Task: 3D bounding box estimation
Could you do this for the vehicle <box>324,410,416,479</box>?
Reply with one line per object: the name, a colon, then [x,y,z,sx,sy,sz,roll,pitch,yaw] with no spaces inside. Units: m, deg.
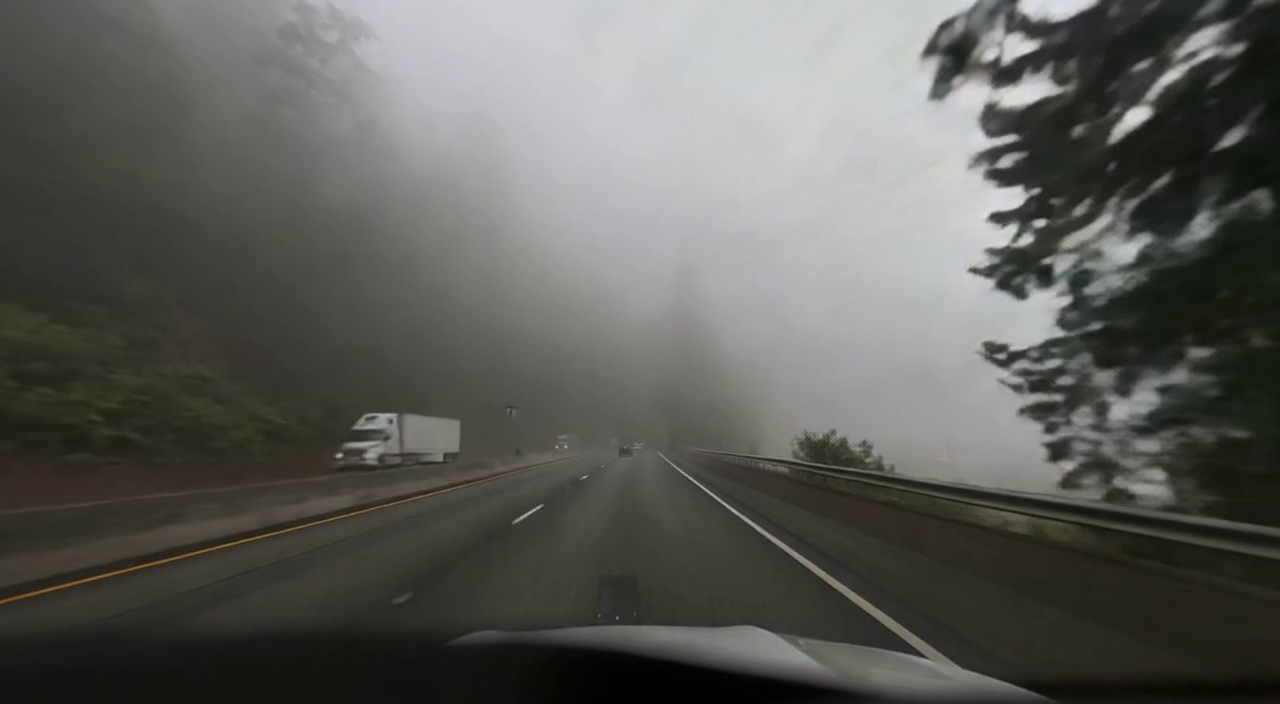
vehicle: [-16.629,5.737,39.239,3.011,3.942,5.865,0,-8,0]
